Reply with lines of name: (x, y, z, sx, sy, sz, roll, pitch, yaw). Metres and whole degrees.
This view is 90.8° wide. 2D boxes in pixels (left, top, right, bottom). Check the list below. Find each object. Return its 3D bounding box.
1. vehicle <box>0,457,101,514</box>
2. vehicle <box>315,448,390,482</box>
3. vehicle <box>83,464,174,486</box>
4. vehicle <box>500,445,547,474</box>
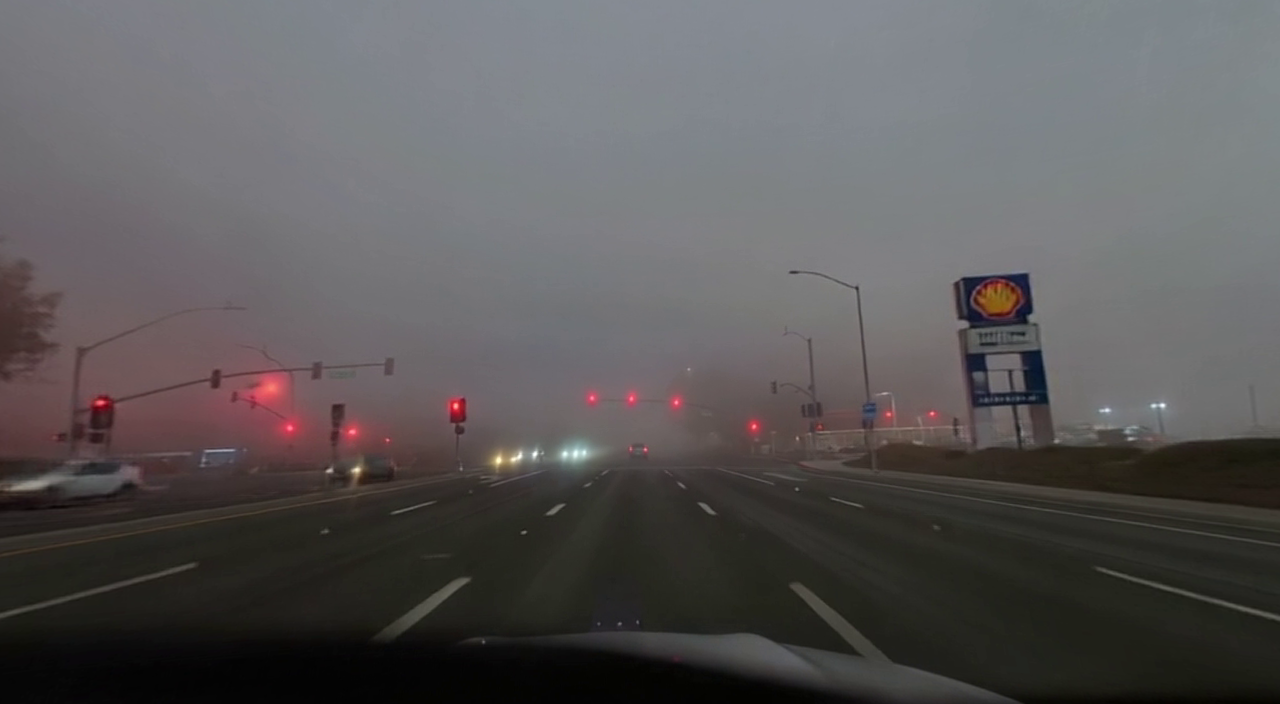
vehicle: (-18.609, 3.836, 18.204, 1.948, 1.507, 4.742, 0, -8, 0)
vehicle: (-14.936, 5.857, 33.095, 1.907, 1.652, 4.393, 0, -8, -1)
vehicle: (-38.200, 9.156, 47.275, 4.807, 1.468, 2.004, 1, -8, -7)
vehicle: (-6.612, 6.107, 36.160, 1.898, 1.539, 4.314, 0, -8, -1)
